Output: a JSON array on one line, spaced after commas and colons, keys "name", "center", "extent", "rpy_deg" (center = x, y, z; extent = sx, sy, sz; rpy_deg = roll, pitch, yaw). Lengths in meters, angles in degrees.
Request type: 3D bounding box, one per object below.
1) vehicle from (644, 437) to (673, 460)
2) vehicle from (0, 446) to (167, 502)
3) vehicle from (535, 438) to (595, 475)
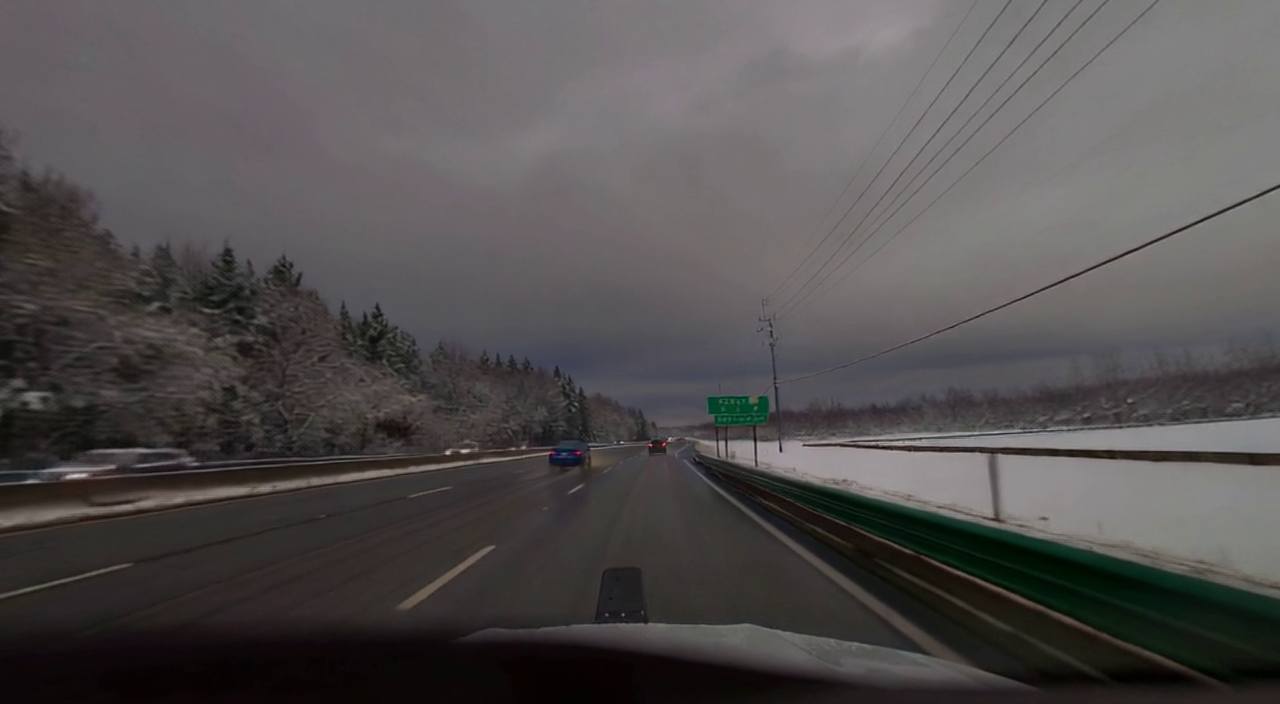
[{"name": "vehicle", "center": [1.448, 7.590, 49.813], "extent": [2.176, 1.725, 4.182], "rpy_deg": [0, -8, 2]}, {"name": "vehicle", "center": [-16.115, 3.437, 18.237], "extent": [1.804, 1.419, 3.775], "rpy_deg": [0, -8, 1]}, {"name": "vehicle", "center": [-3.215, 4.593, 27.919], "extent": [2.021, 1.515, 4.453], "rpy_deg": [0, -8, 2]}]
